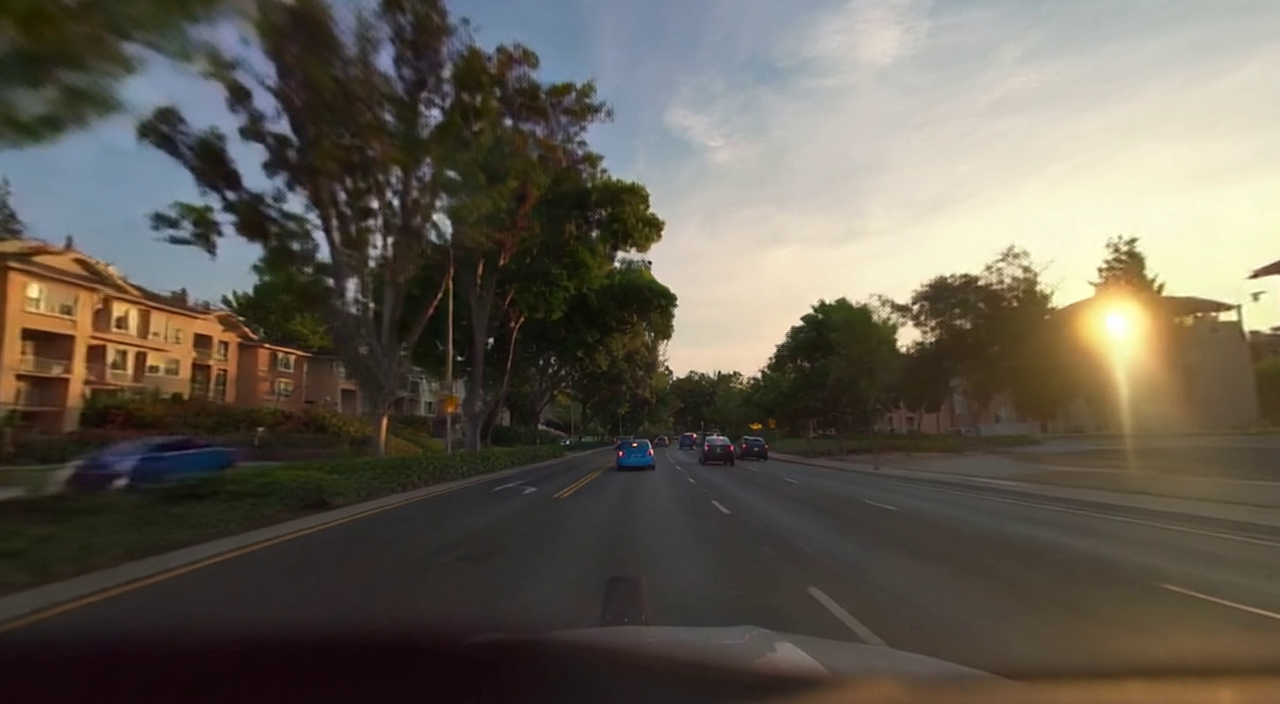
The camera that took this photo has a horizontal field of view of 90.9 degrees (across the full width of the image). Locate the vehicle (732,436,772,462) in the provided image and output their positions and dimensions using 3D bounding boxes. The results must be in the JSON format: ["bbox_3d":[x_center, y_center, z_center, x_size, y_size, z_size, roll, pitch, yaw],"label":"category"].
[{"bbox_3d":[7.748,6.748,43.868,1.972,1.700,4.269,0,-8,0],"label":"vehicle"}]

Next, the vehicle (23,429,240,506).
[{"bbox_3d":[-14.144,3.212,18.038,2.156,1.889,4.750,0,-8,1],"label":"vehicle"}]

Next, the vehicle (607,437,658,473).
[{"bbox_3d":[-0.289,4.579,28.241,2.102,1.481,3.907,0,-8,1],"label":"vehicle"}]

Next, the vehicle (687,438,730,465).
[{"bbox_3d":[4.029,5.926,37.826,2.067,1.514,4.188,0,-8,-1],"label":"vehicle"}]
